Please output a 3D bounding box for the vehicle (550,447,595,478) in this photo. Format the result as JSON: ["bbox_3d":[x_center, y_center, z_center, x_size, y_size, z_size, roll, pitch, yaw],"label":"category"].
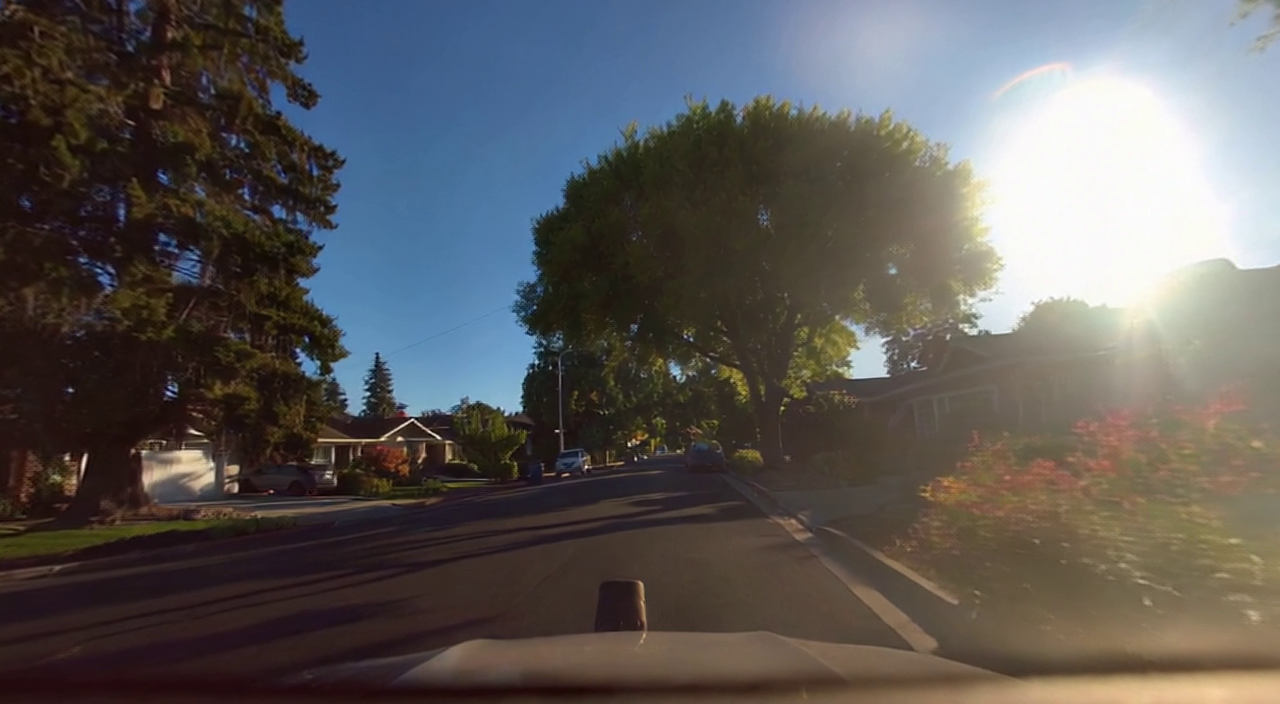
[{"bbox_3d":[-4.474,7.392,42.661,2.208,1.834,4.675,-4,-9,3],"label":"vehicle"}]

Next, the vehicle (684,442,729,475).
[{"bbox_3d":[3.307,5.397,32.149,2.005,1.553,3.984,-1,-9,3],"label":"vehicle"}]

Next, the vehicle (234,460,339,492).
[{"bbox_3d":[-18.300,6.410,32.779,4.404,1.495,1.844,-1,-9,5],"label":"vehicle"}]
